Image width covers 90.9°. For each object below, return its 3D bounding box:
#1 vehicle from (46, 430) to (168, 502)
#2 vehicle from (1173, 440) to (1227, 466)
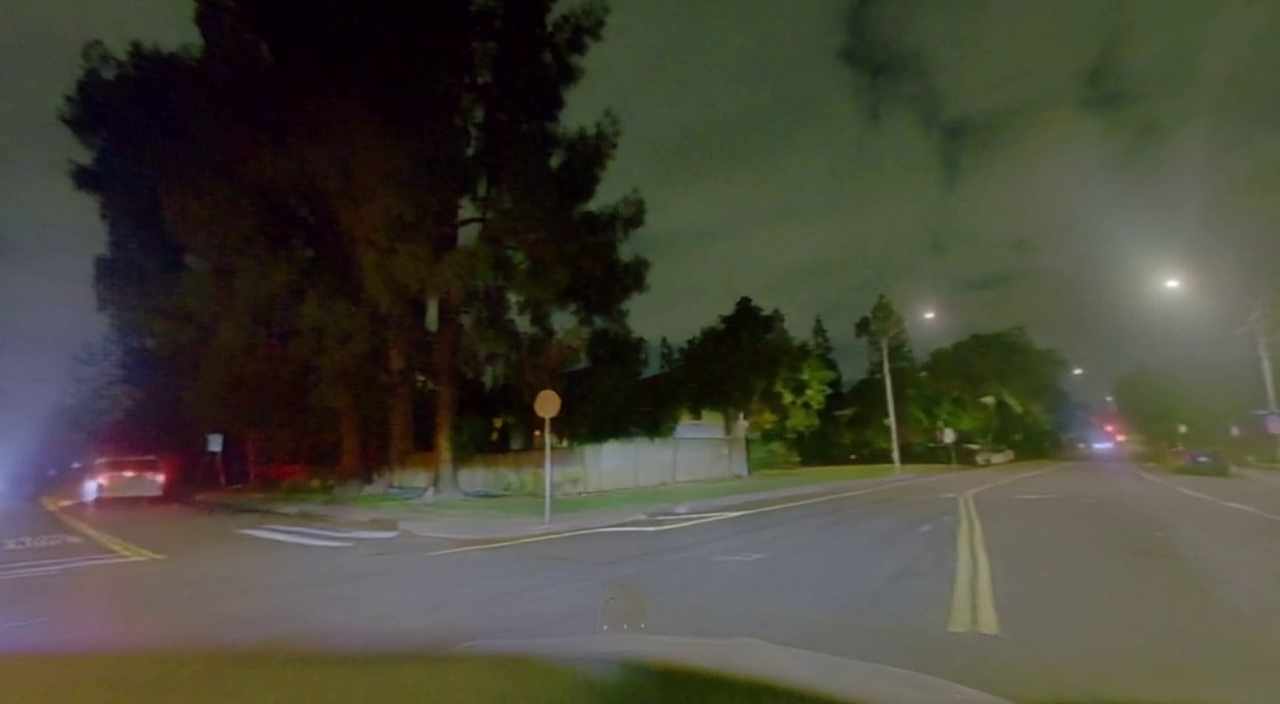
[{"bbox_3d":[-25.940,5.399,30.603,6.380,3.089,2.718,-6,-10,35],"label":"vehicle"},{"bbox_3d":[34.666,6.246,39.116,1.970,1.530,3.685,-6,-10,34],"label":"vehicle"}]
